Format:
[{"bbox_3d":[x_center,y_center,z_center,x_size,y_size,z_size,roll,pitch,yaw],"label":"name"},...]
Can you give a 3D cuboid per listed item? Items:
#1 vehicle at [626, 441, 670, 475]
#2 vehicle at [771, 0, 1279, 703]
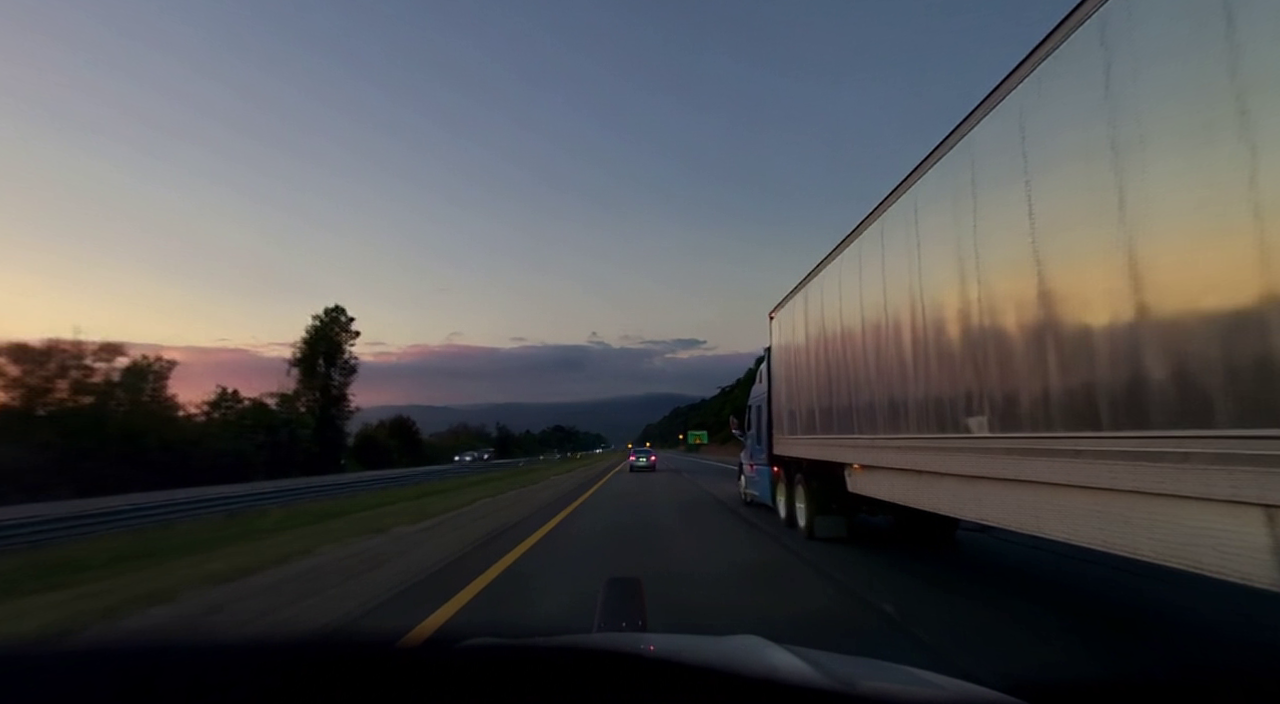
[{"bbox_3d":[0.369,5.100,30.566,1.968,1.515,4.025,0,-8,1],"label":"vehicle"},{"bbox_3d":[3.779,-0.179,3.207,2.929,4.158,15.921,0,-8,0],"label":"vehicle"}]
